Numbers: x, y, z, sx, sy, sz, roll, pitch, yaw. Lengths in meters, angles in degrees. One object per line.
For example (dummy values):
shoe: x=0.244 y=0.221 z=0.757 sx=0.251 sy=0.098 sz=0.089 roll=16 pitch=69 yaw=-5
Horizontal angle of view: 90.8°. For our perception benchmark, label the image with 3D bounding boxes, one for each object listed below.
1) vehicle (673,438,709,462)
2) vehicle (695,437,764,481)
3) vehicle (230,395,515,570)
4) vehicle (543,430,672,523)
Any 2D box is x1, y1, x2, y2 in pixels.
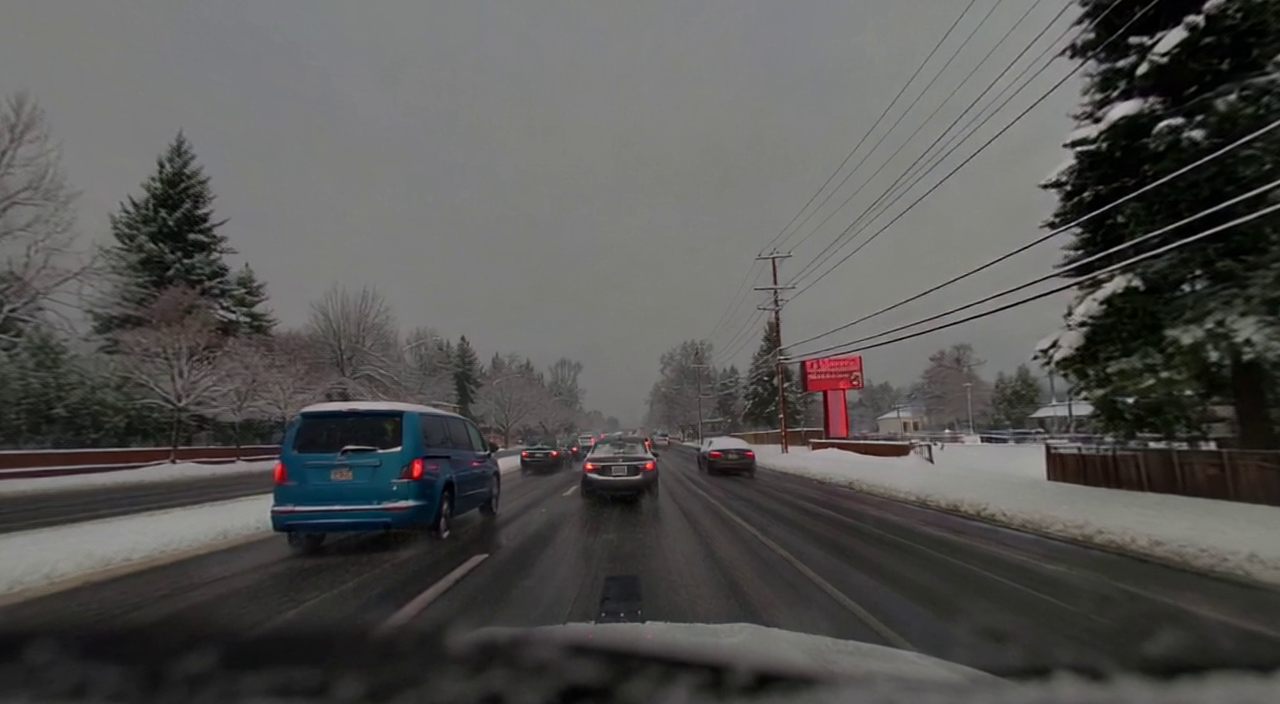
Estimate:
vehicle: x=3.173 y=6.194 z=40.103 sx=1.841 sy=1.456 sz=4.237 roll=0 pitch=-8 yaw=-2
vehicle: x=3.267 y=3.986 z=23.904 sx=1.878 sy=1.479 sz=4.461 roll=0 pitch=-8 yaw=-1
vehicle: x=-3.314 y=1.735 z=9.146 sx=2.092 sy=1.839 sz=4.736 roll=0 pitch=-8 yaw=-1
vehicle: x=-0.551 y=2.318 z=12.274 sx=2.097 sy=1.511 sz=3.809 roll=0 pitch=-8 yaw=-1
